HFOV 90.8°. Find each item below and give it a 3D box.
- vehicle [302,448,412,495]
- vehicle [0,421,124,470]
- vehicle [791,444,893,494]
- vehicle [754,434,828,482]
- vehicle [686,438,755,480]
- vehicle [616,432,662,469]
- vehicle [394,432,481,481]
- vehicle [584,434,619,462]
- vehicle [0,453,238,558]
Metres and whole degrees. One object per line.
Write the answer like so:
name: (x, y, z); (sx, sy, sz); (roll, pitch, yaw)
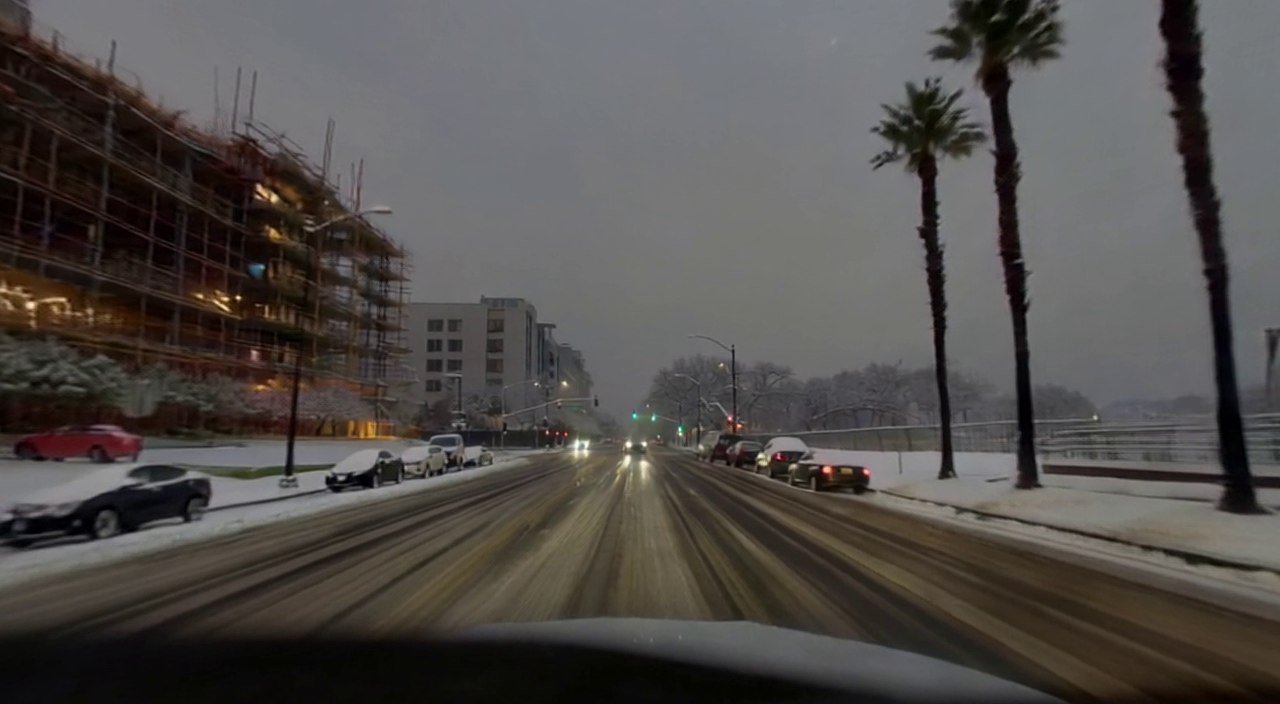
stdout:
vehicle: (-9.977, 4.207, 22.726); (1.804, 1.478, 4.734); (0, -8, 0)
vehicle: (-20.124, 3.260, 21.975); (3.575, 1.571, 1.912); (-5, -9, 26)
vehicle: (6.423, 3.738, 20.651); (1.819, 1.435, 4.337); (0, -8, -1)
vehicle: (6.256, 4.434, 26.700); (1.886, 1.792, 4.525); (0, -9, -1)
vehicle: (3.031, 4.110, 24.571); (1.999, 1.487, 3.939); (0, -9, -2)
vehicle: (-0.054, 5.224, 33.583); (2.264, 1.798, 4.258); (0, -8, 0)
vehicle: (-10.060, 5.326, 31.975); (2.294, 1.948, 6.025); (-6, -10, 0)
vehicle: (-2.700, 6.942, 45.695); (2.180, 1.879, 4.452); (0, -8, 1)
vehicle: (-9.685, 2.596, 11.458); (1.821, 1.448, 4.591); (0, -8, -1)
